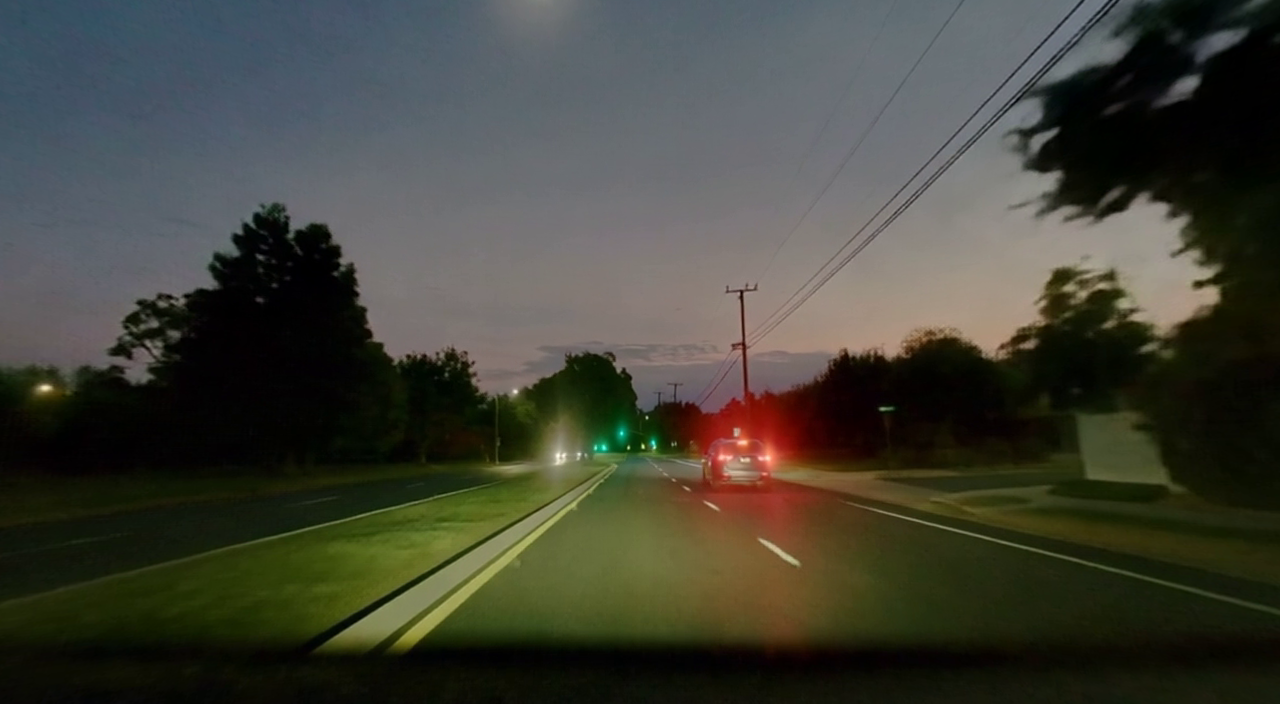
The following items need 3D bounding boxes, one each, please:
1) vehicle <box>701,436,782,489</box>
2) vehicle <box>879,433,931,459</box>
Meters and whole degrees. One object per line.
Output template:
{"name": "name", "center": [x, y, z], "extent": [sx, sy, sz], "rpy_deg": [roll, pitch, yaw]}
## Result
{"name": "vehicle", "center": [3.705, 4.159, 24.095], "extent": [2.193, 1.777, 4.772], "rpy_deg": [0, -9, -1]}
{"name": "vehicle", "center": [16.184, 5.779, 38.774], "extent": [1.674, 1.455, 3.769], "rpy_deg": [0, -9, 2]}
